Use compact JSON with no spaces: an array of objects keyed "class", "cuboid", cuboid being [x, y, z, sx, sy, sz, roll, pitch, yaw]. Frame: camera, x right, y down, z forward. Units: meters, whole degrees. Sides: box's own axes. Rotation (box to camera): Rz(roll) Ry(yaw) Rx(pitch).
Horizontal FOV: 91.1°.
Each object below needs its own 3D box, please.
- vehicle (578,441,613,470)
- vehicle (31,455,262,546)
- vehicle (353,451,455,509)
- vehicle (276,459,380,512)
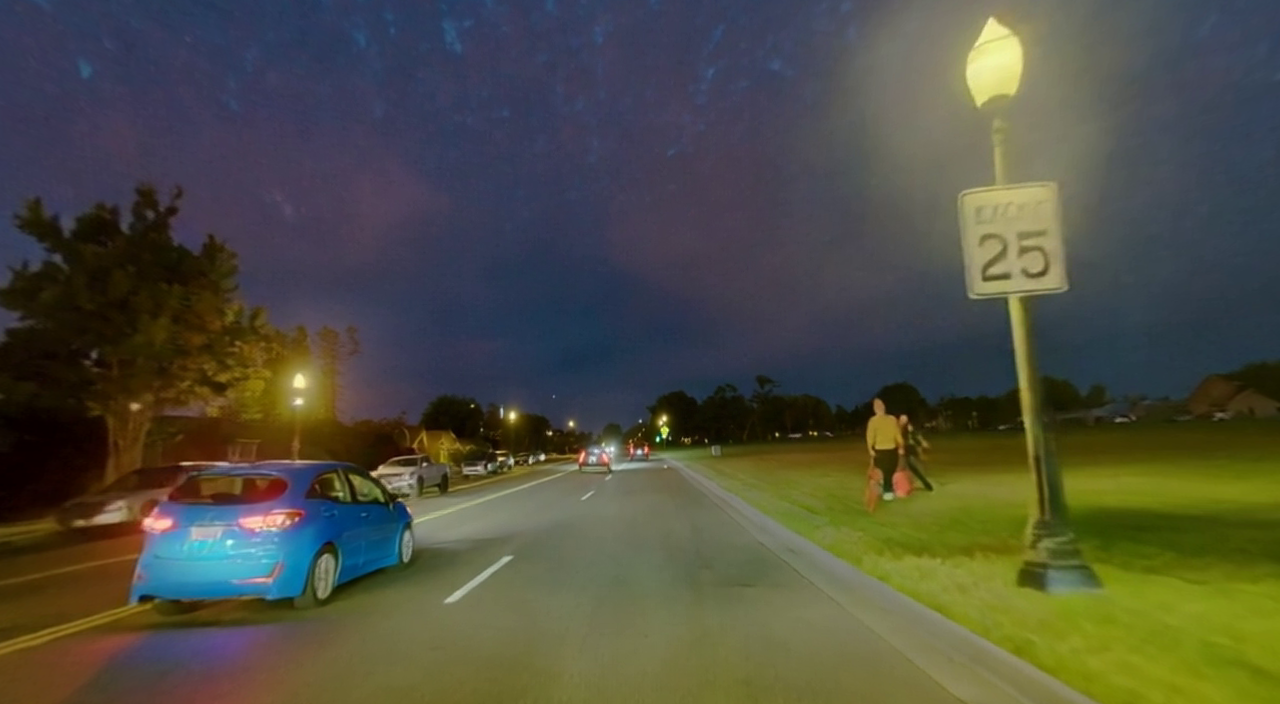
[{"class":"vehicle","cuboid":[-2.902,6.831,41.614,1.908,1.809,4.230,0,-8,1]},{"class":"vehicle","cuboid":[-12.146,3.605,16.055,1.904,1.728,4.997,2,-7,-1]},{"class":"vehicle","cuboid":[-8.988,4.872,24.426,2.019,1.907,4.697,0,-8,1]},{"class":"vehicle","cuboid":[-12.180,5.188,24.846,1.910,1.462,4.581,-4,-6,-2]}]
